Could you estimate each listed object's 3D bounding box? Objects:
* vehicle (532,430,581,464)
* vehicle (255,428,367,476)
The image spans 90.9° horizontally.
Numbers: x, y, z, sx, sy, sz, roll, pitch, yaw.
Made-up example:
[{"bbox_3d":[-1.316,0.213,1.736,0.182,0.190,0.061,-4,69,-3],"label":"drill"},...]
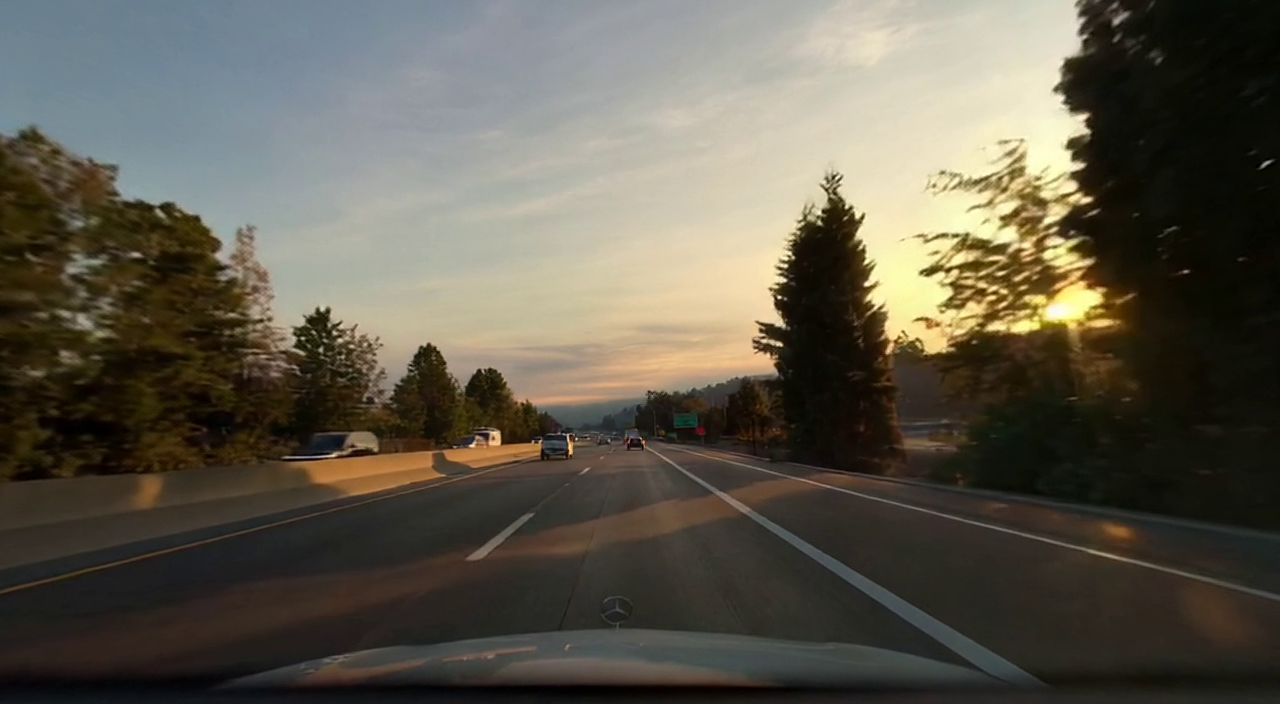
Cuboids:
[{"bbox_3d":[-4.296,4.923,32.883,2.003,1.626,4.256,0,-8,0],"label":"vehicle"},{"bbox_3d":[-12.257,3.734,23.858,1.935,1.645,4.299,0,-8,-1],"label":"vehicle"}]
